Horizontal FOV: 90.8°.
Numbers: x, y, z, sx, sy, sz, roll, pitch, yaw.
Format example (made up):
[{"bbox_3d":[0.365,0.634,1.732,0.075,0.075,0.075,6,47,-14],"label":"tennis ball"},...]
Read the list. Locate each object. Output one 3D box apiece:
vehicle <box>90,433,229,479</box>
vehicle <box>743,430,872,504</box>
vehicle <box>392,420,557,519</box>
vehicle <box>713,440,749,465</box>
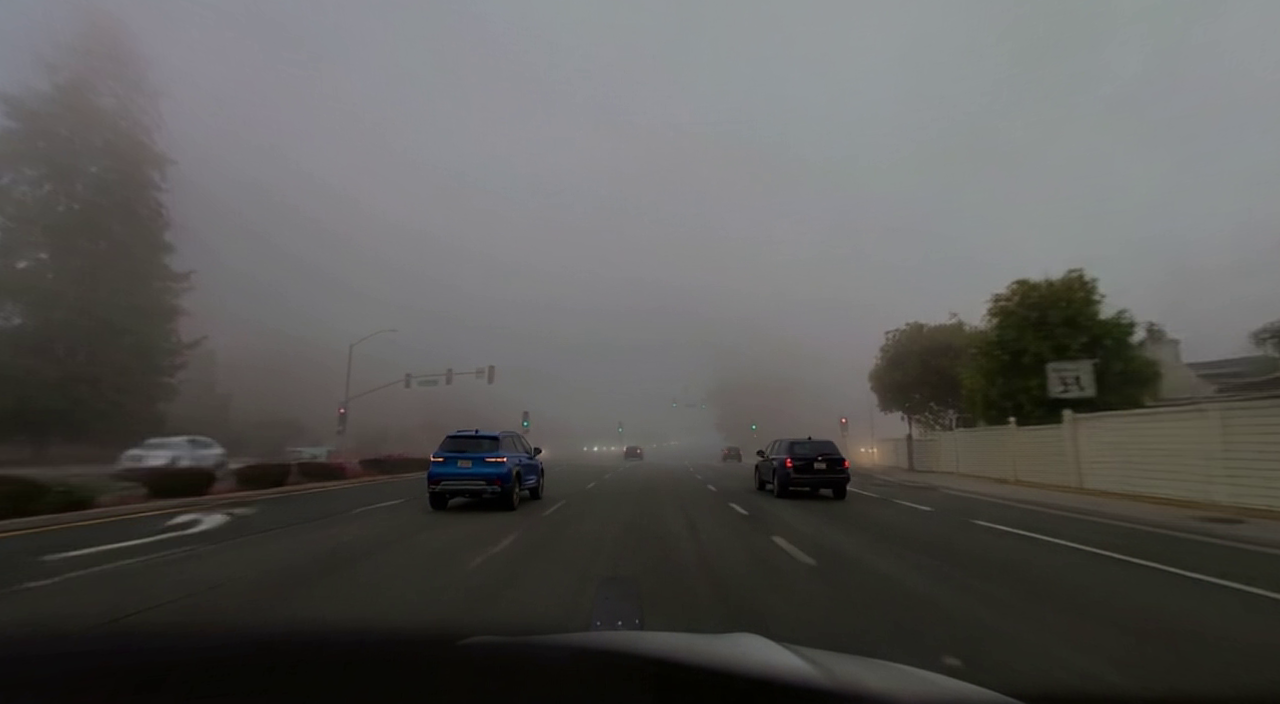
[{"bbox_3d":[-18.963,4.113,25.251,1.914,1.669,4.429,-1,-8,3],"label":"vehicle"},{"bbox_3d":[4.158,2.932,16.538,2.132,1.659,4.387,0,-8,0],"label":"vehicle"},{"bbox_3d":[-3.175,2.374,13.287,2.045,1.688,4.632,-1,-8,2],"label":"vehicle"},{"bbox_3d":[6.388,7.137,44.882,2.169,1.669,4.037,-1,-8,3],"label":"vehicle"}]
